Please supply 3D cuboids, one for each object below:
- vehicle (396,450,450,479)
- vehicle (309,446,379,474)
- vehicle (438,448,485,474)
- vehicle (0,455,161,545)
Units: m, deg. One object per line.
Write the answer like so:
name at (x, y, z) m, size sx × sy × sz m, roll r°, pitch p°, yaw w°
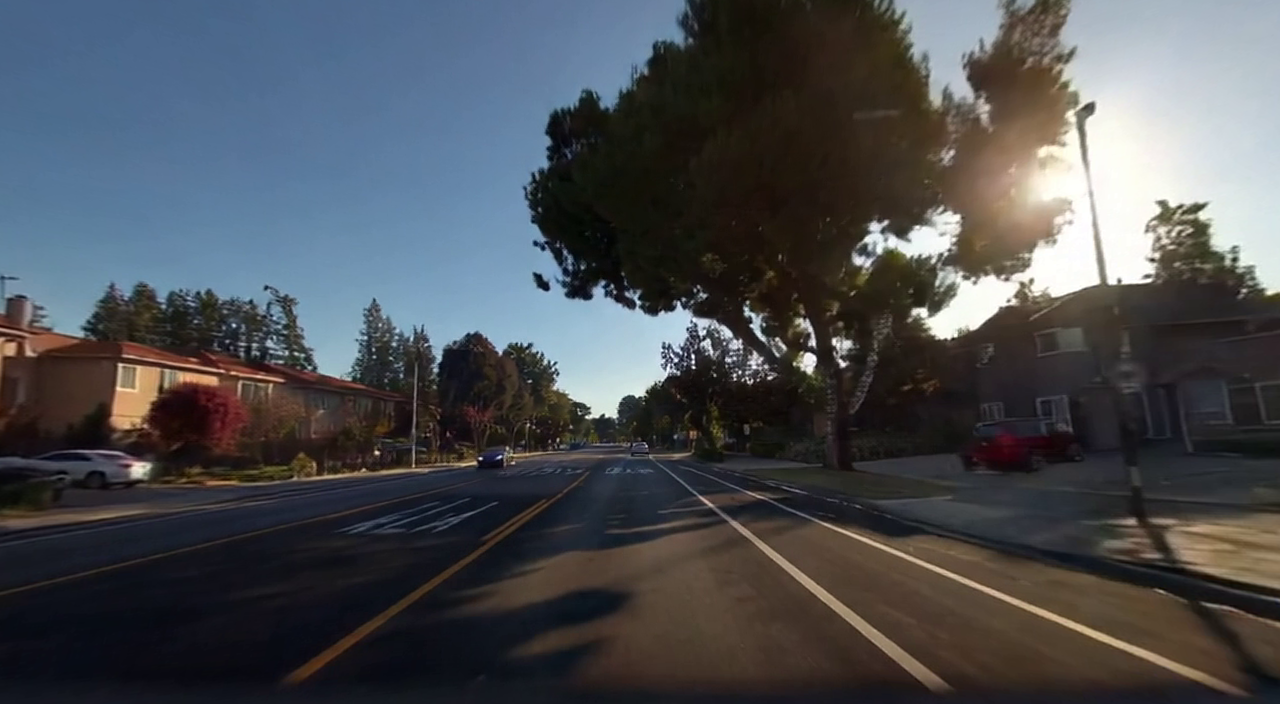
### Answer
vehicle at (-12.912, 6.685, 37.664) m, size 1.777 × 1.555 × 4.000 m, roll 0°, pitch -8°, yaw 0°
vehicle at (-21.442, 7.823, 45.677) m, size 4.145 × 1.420 × 1.899 m, roll -6°, pitch -7°, yaw 0°
vehicle at (-12.665, 7.790, 45.054) m, size 1.950 × 1.593 × 4.784 m, roll -1°, pitch -7°, yaw 0°
vehicle at (-12.891, 3.131, 13.761) m, size 1.791 × 1.552 × 3.919 m, roll -3°, pitch -8°, yaw 0°
